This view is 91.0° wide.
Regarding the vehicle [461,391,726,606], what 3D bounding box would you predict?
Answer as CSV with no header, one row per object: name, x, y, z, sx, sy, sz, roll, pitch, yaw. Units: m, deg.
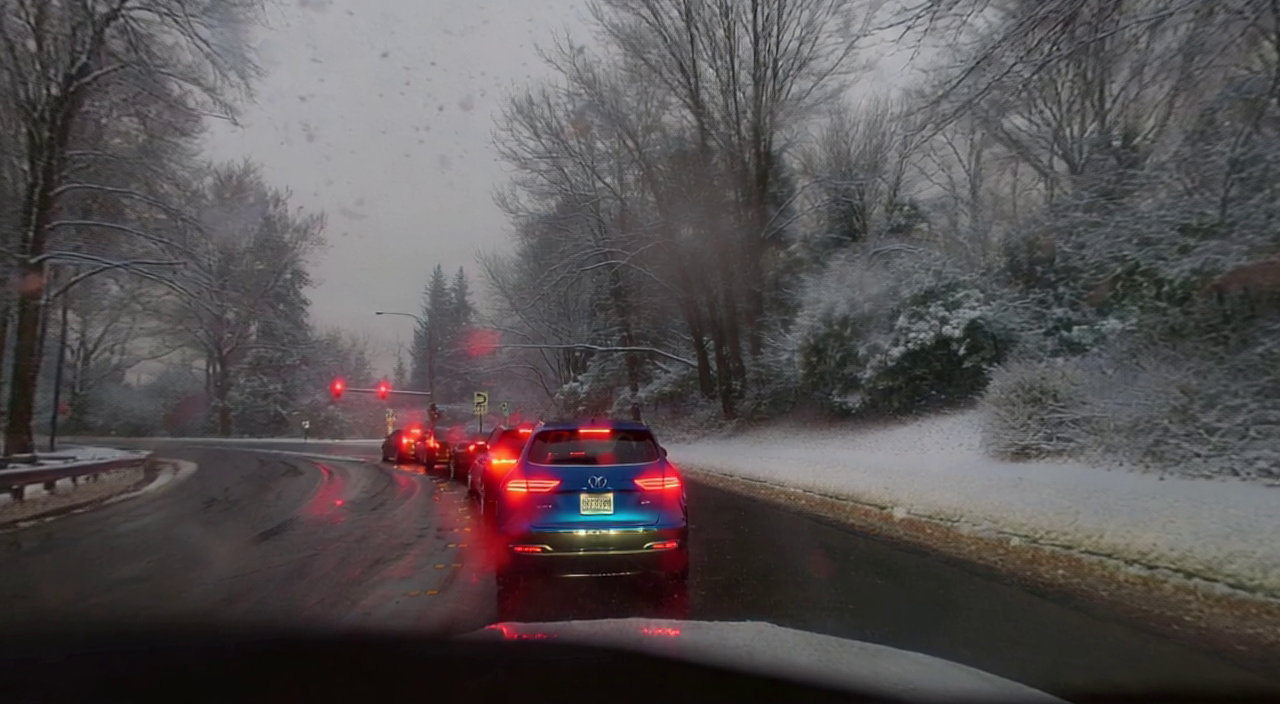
vehicle,-0.683,1.459,7.197,2.134,1.671,4.147,1,-8,-10

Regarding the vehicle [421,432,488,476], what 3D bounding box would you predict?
vehicle,-7.295,3.924,24.490,1.902,1.536,3.662,4,-9,-25
